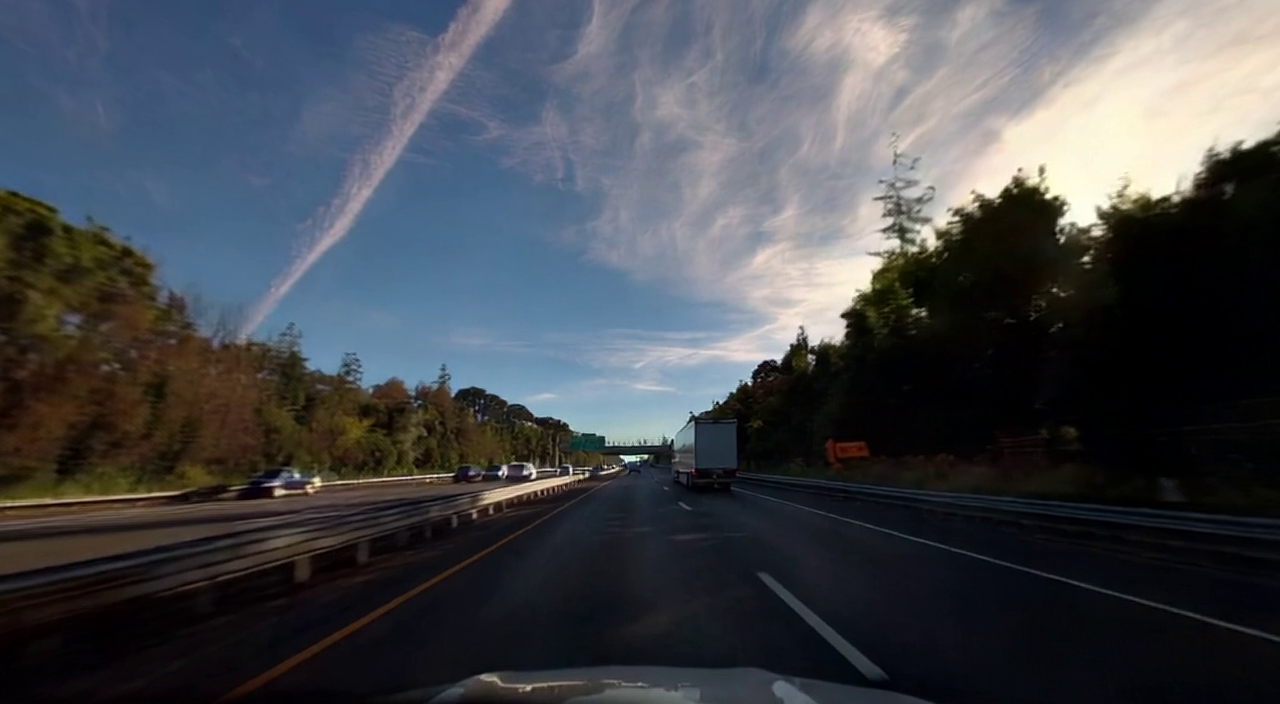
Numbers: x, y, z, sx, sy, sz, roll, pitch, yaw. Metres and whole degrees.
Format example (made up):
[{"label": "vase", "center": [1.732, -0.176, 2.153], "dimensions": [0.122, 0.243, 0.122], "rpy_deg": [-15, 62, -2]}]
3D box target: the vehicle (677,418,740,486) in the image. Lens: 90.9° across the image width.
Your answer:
[{"label": "vehicle", "center": [3.851, 5.853, 36.765], "dimensions": [2.806, 3.499, 5.698], "rpy_deg": [-3, -9, -1]}]
